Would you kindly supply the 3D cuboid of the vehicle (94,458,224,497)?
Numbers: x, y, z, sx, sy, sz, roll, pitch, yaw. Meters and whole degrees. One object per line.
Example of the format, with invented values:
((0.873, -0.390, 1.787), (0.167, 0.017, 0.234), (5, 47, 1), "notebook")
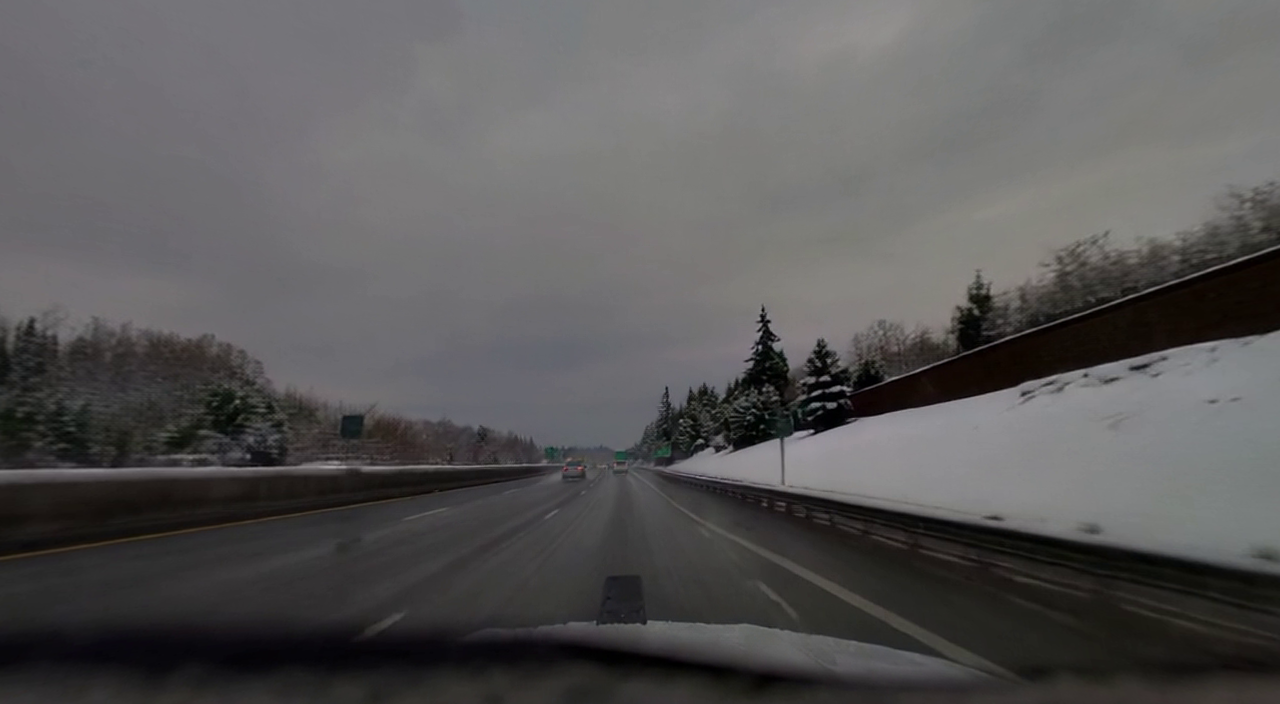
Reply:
((-20.301, 5.323, 26.871), (2.038, 1.507, 4.425), (1, -11, 0), "vehicle")

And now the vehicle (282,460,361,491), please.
((-16.714, 6.528, 33.325), (1.839, 1.478, 4.496), (1, -11, -1), "vehicle")

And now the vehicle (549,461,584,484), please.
((-5.304, 8.770, 45.855), (2.039, 1.605, 4.365), (1, -11, -1), "vehicle")
